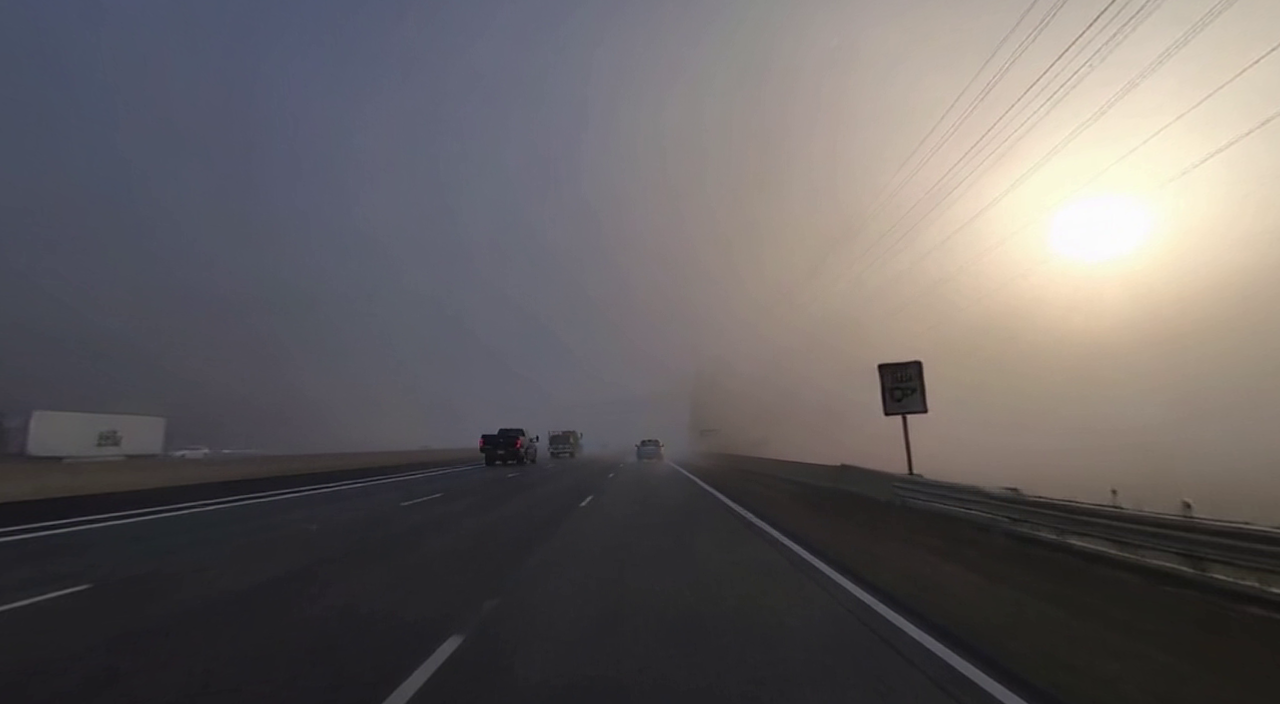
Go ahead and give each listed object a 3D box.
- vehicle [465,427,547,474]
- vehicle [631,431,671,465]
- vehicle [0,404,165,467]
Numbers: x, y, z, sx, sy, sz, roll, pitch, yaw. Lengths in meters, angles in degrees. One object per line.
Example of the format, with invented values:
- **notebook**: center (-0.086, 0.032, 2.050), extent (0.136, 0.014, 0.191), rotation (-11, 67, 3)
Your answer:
- **vehicle**: center (-6.243, 4.693, 30.362), extent (2.460, 1.992, 6.474), rotation (0, -8, 1)
- **vehicle**: center (0.664, 6.146, 40.578), extent (2.448, 2.025, 5.193), rotation (0, -8, 0)
- **vehicle**: center (-43.274, 6.333, 47.212), extent (2.888, 4.056, 15.771), rotation (0, -8, 1)
